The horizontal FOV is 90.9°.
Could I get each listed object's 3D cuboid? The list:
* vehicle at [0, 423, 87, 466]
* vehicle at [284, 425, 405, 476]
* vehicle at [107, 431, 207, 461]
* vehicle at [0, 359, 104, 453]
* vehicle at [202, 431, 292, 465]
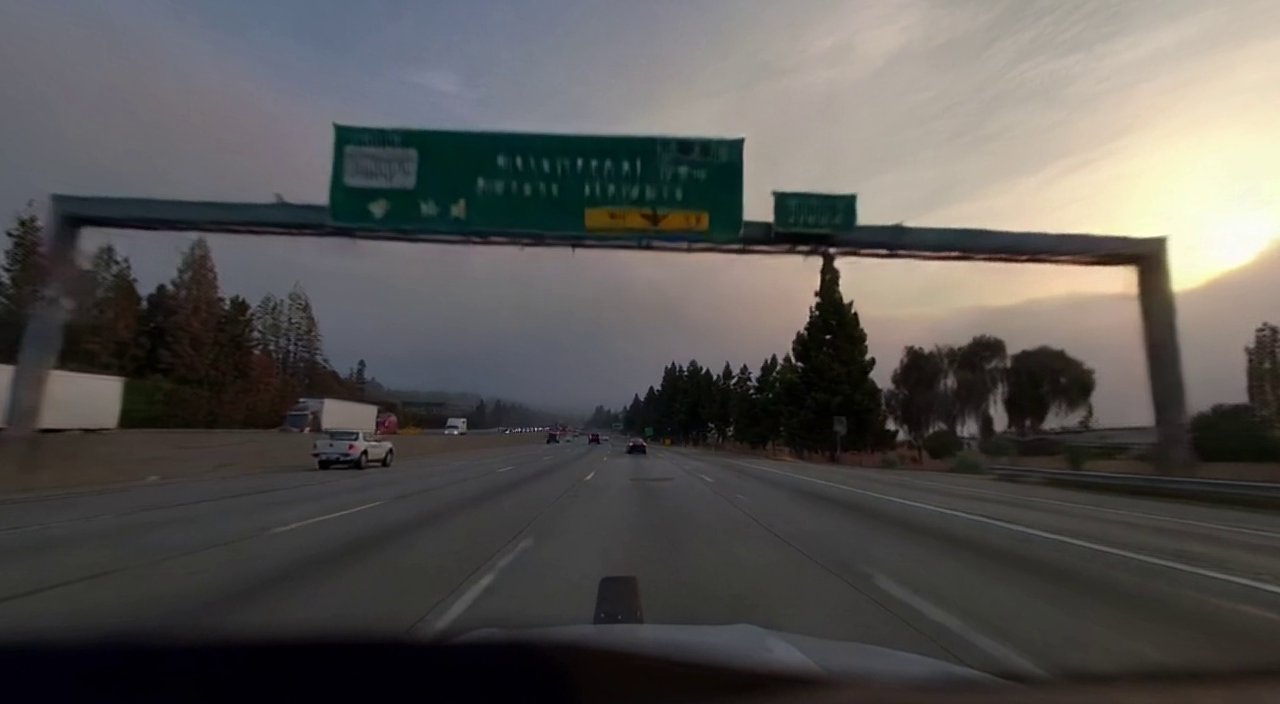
[{"bbox_3d":[-25.030,3.712,25.506,1.822,1.593,3.922,0,-8,-2],"label":"vehicle"},{"bbox_3d":[-10.730,3.602,23.418,2.197,1.654,4.823,0,-8,-1],"label":"vehicle"},{"bbox_3d":[-25.310,4.924,33.277,1.913,1.419,4.406,0,-8,-3],"label":"vehicle"},{"bbox_3d":[-29.372,2.290,27.060,2.780,4.092,11.598,0,-7,-1],"label":"vehicle"},{"bbox_3d":[-17.860,4.353,28.844,1.833,1.439,3.471,0,-8,0],"label":"vehicle"}]
